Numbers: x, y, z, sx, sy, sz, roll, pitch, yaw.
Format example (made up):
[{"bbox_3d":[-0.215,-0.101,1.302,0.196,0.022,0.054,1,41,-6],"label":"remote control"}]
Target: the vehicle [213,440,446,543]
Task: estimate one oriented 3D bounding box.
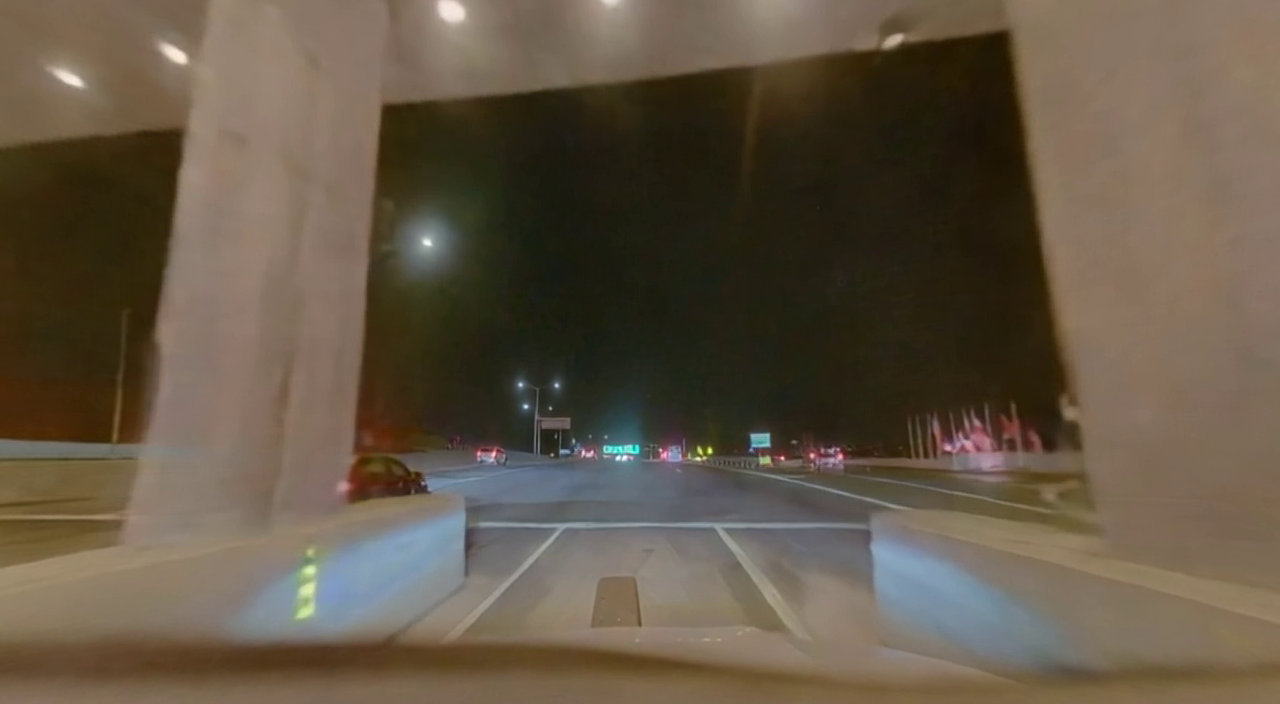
[{"bbox_3d":[-5.193,2.353,11.401,1.981,1.465,4.334,0,-8,0],"label":"vehicle"}]
